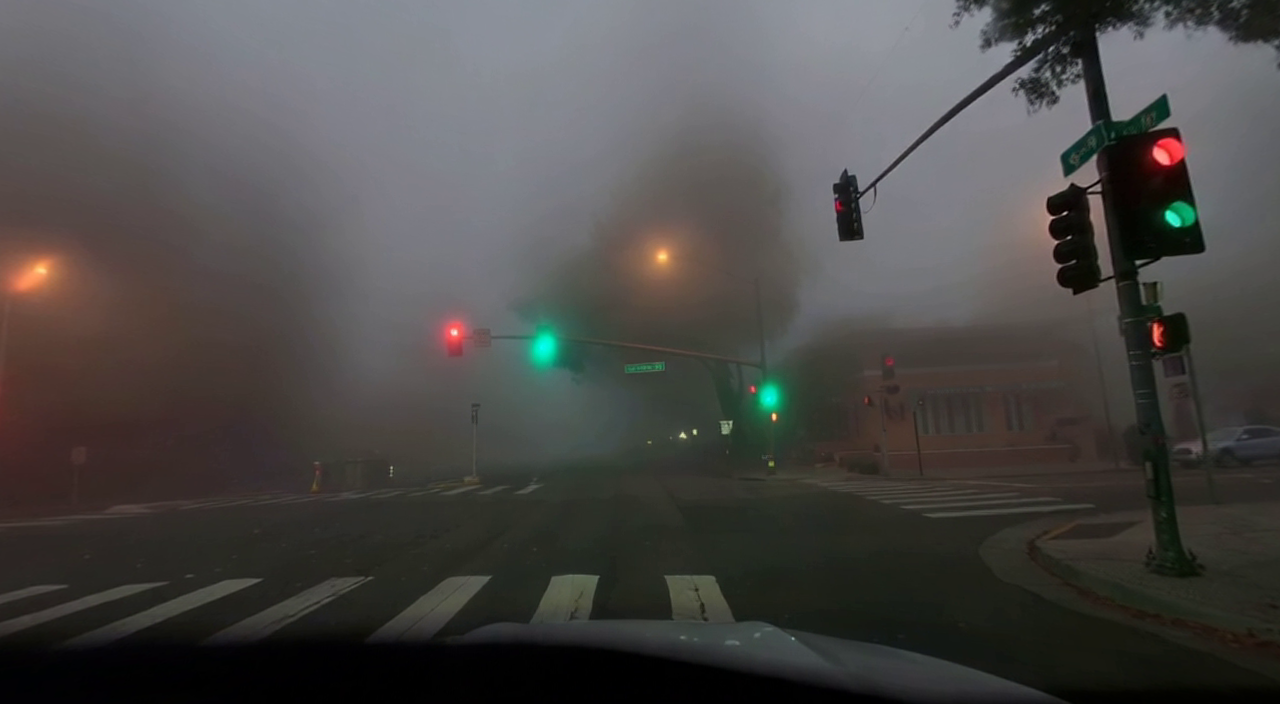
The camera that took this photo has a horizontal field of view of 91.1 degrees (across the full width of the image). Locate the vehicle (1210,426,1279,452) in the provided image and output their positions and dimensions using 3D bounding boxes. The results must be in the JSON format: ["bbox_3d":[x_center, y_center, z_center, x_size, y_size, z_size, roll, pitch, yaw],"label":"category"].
[{"bbox_3d":[35.295,4.893,35.279,4.493,1.453,1.849,0,-9,3],"label":"vehicle"}]
